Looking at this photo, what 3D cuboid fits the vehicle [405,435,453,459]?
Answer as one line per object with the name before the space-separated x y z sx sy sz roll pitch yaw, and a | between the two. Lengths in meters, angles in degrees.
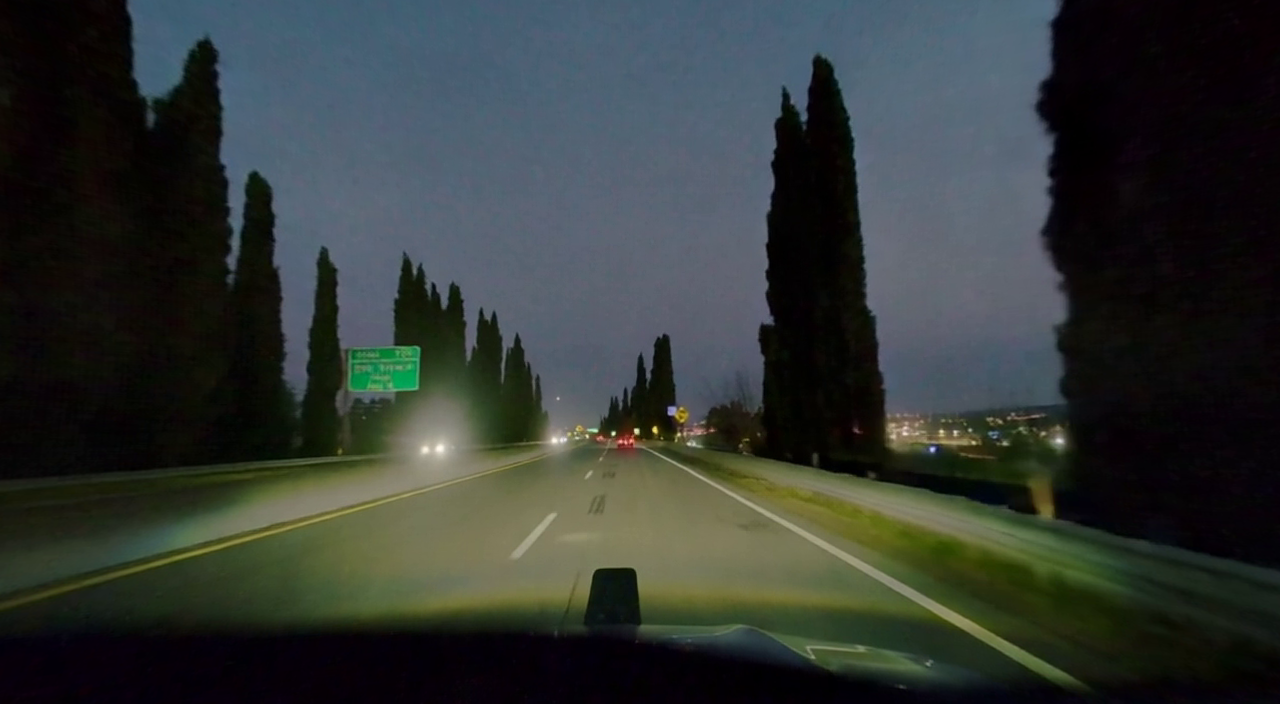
vehicle | -13.437 6.020 40.352 1.853 1.436 3.706 1 -8 -1
